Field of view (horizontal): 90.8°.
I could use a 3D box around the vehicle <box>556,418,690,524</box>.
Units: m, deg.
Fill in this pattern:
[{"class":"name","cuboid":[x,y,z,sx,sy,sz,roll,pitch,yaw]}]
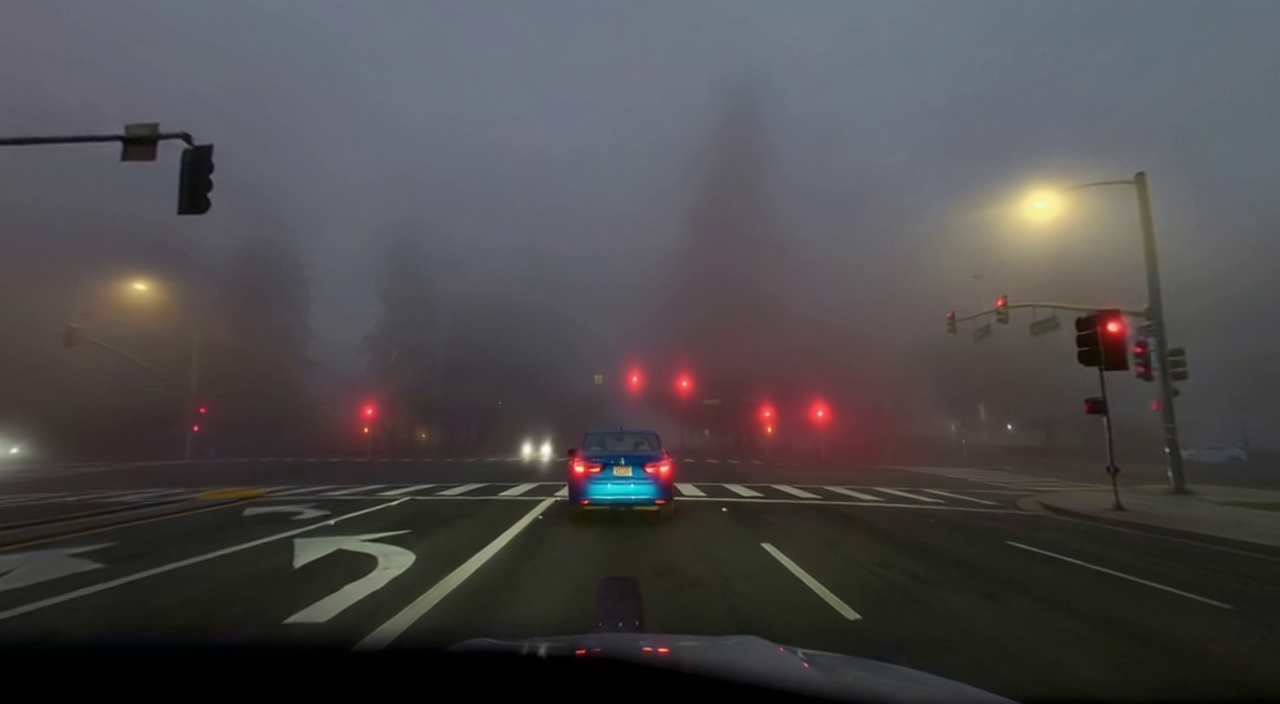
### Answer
[{"class":"vehicle","cuboid":[-0.304,2.132,11.821,2.066,1.618,3.922,0,-8,-1]}]
